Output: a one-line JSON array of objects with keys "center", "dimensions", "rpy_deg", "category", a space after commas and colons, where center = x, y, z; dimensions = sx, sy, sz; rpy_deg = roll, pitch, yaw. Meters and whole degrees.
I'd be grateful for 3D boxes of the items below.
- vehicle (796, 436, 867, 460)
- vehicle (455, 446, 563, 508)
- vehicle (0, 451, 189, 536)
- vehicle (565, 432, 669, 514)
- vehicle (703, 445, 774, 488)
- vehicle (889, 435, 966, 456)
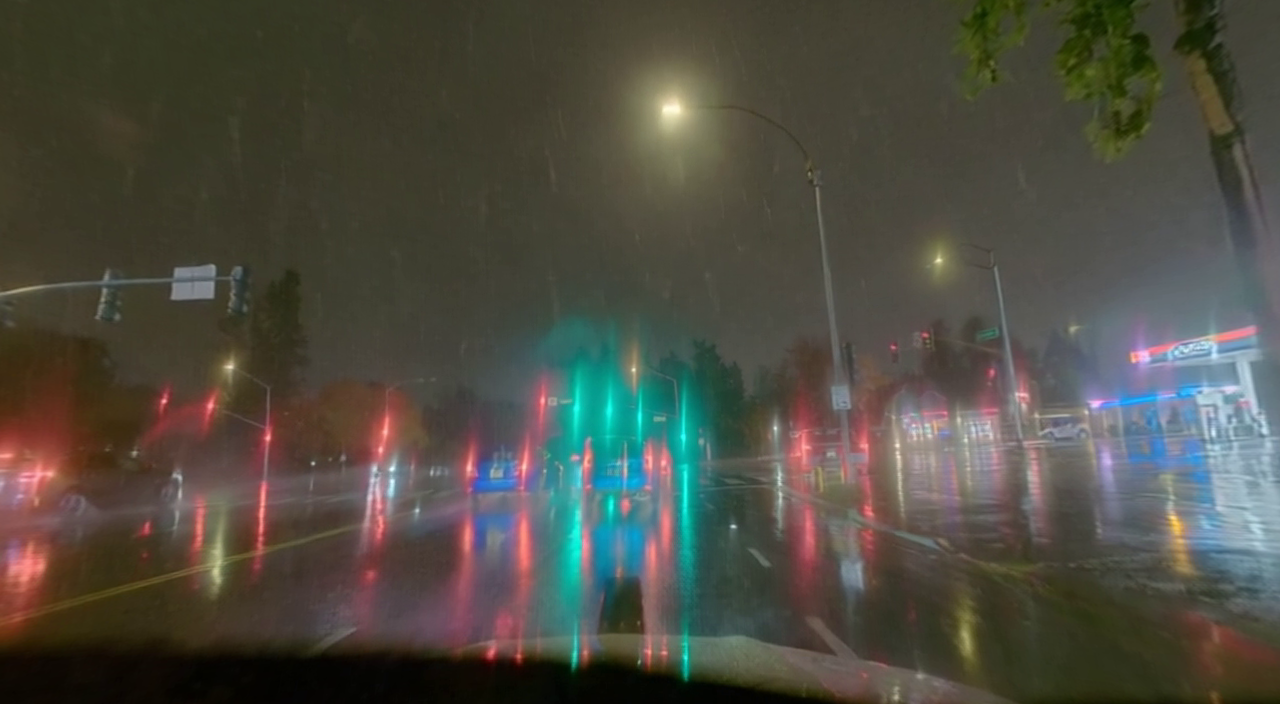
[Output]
[{"center": [13.861, 6.974, 45.951], "dimensions": [4.524, 1.681, 1.823], "rpy_deg": [0, -8, 0], "category": "vehicle"}, {"center": [-3.488, 3.397, 17.723], "dimensions": [2.003, 1.492, 4.291], "rpy_deg": [0, -8, 2], "category": "vehicle"}, {"center": [-13.455, 3.193, 14.967], "dimensions": [1.995, 1.626, 4.592], "rpy_deg": [0, -8, 2], "category": "vehicle"}, {"center": [-0.467, 2.888, 15.629], "dimensions": [2.210, 1.722, 4.215], "rpy_deg": [0, -8, 1], "category": "vehicle"}, {"center": [3.901, 4.369, 24.494], "dimensions": [1.976, 1.462, 4.342], "rpy_deg": [-3, -9, 18], "category": "vehicle"}, {"center": [20.720, 6.762, 45.668], "dimensions": [4.700, 1.417, 1.789], "rpy_deg": [0, -8, 2], "category": "vehicle"}]
